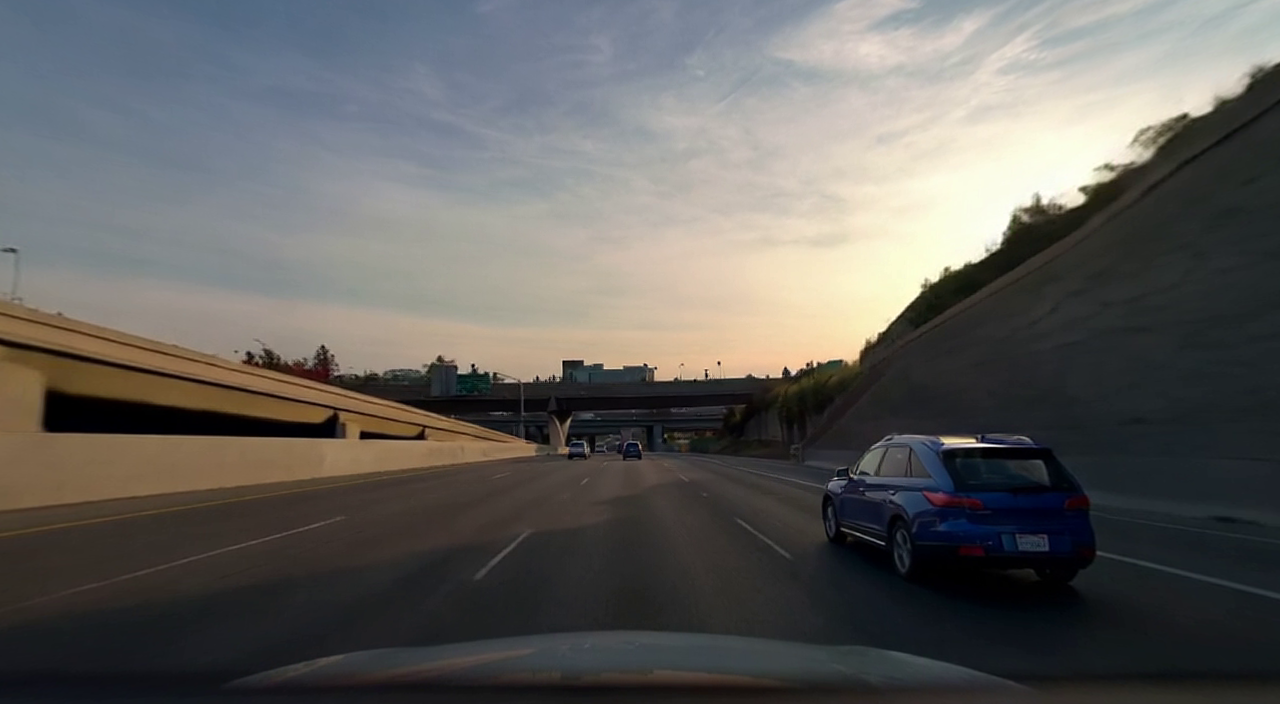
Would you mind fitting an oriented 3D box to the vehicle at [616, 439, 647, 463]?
[{"bbox_3d":[-0.652,7.093,45.496,2.132,1.657,3.967,0,-8,-2],"label":"vehicle"}]

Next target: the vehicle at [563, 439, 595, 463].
[{"bbox_3d":[-4.466,7.282,46.570,2.000,1.646,4.201,0,-8,-1],"label":"vehicle"}]
